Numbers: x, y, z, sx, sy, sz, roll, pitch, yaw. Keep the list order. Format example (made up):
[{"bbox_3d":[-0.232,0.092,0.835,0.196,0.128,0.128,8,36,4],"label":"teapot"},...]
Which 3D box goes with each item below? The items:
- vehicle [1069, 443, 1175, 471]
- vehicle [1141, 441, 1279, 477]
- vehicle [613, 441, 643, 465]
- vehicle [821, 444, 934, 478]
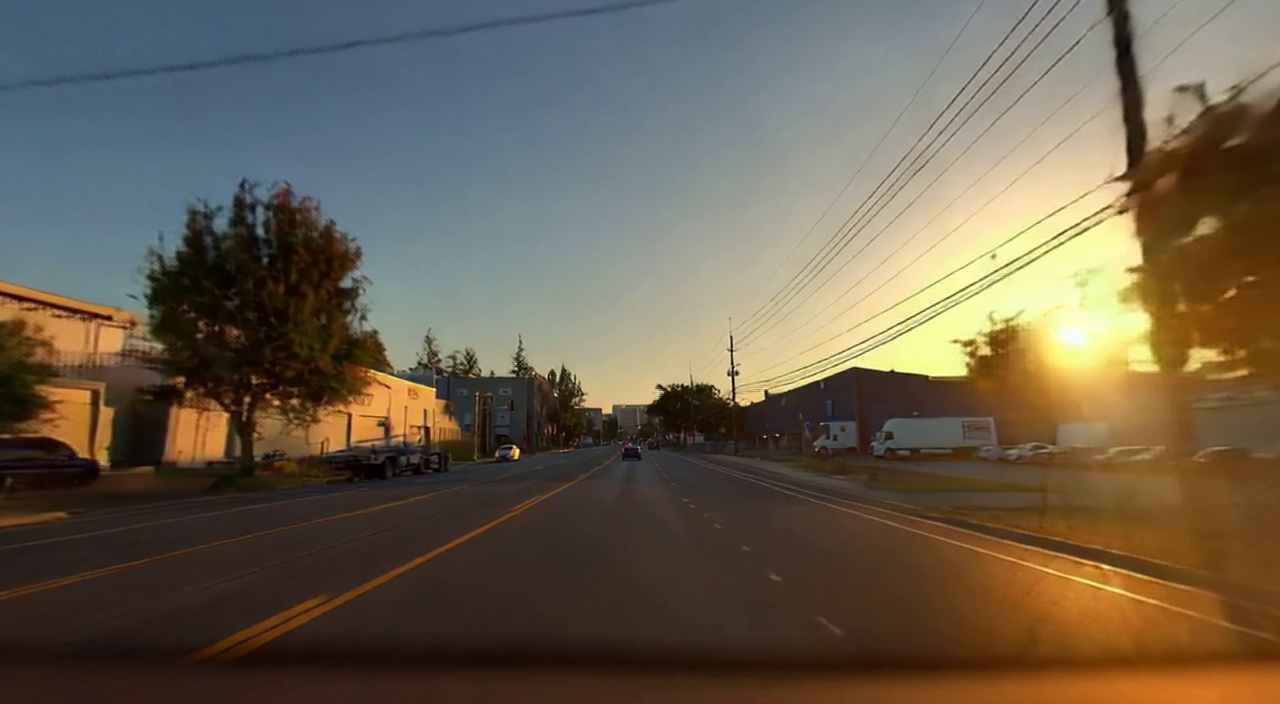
[{"bbox_3d":[25.756,5.601,33.867,4.134,1.441,1.836,-1,-8,2],"label":"vehicle"},{"bbox_3d":[25.739,4.784,28.409,4.625,1.484,1.997,0,-8,1],"label":"vehicle"},{"bbox_3d":[-0.814,6.901,43.271,1.937,1.588,3.746,0,-8,0],"label":"vehicle"},{"bbox_3d":[11.716,5.385,31.382,4.758,1.496,1.871,-1,-8,-1],"label":"vehicle"}]
